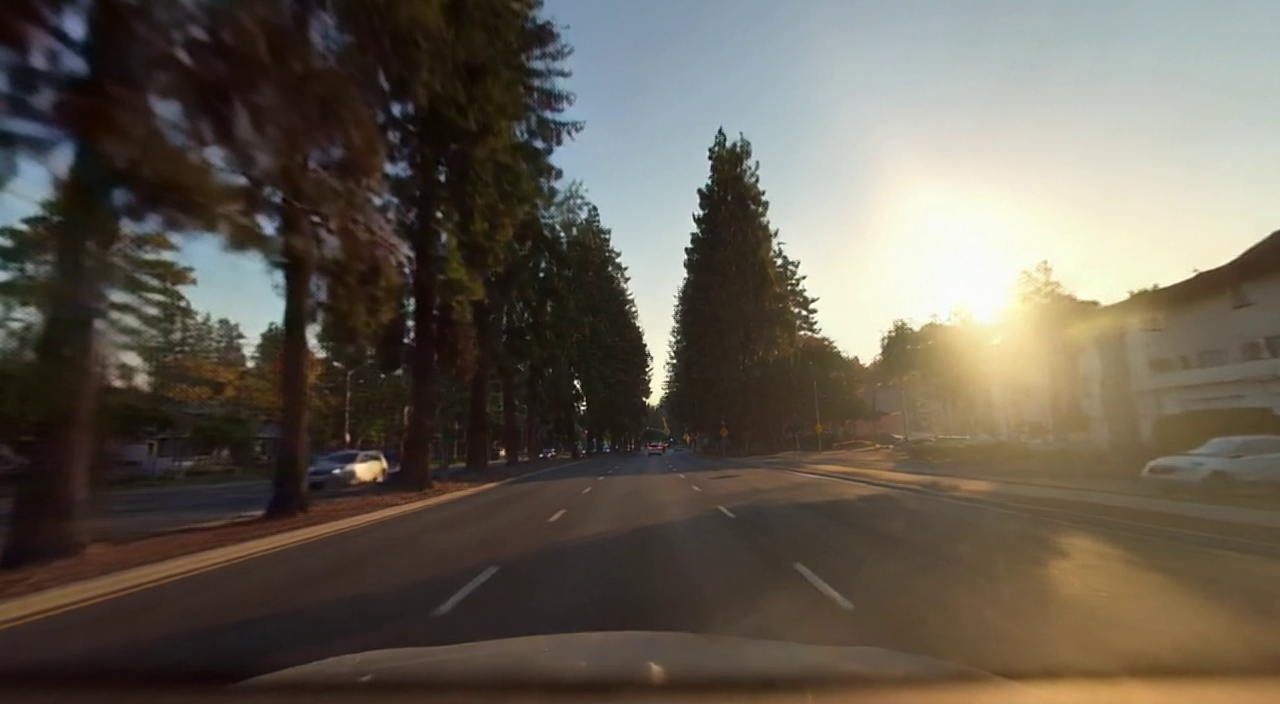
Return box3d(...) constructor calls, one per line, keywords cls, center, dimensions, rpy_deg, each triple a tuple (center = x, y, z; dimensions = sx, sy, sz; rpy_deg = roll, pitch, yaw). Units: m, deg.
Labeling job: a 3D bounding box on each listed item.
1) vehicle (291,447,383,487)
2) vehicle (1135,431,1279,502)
box3d(cls="vehicle", center=(-13.814, 5.230, 29.067), dimensions=(2.072, 1.712, 4.467), rpy_deg=(0, -8, -1))
box3d(cls="vehicle", center=(15.929, 2.893, 16.157), dimensions=(4.606, 1.668, 2.135), rpy_deg=(0, -9, -1))
